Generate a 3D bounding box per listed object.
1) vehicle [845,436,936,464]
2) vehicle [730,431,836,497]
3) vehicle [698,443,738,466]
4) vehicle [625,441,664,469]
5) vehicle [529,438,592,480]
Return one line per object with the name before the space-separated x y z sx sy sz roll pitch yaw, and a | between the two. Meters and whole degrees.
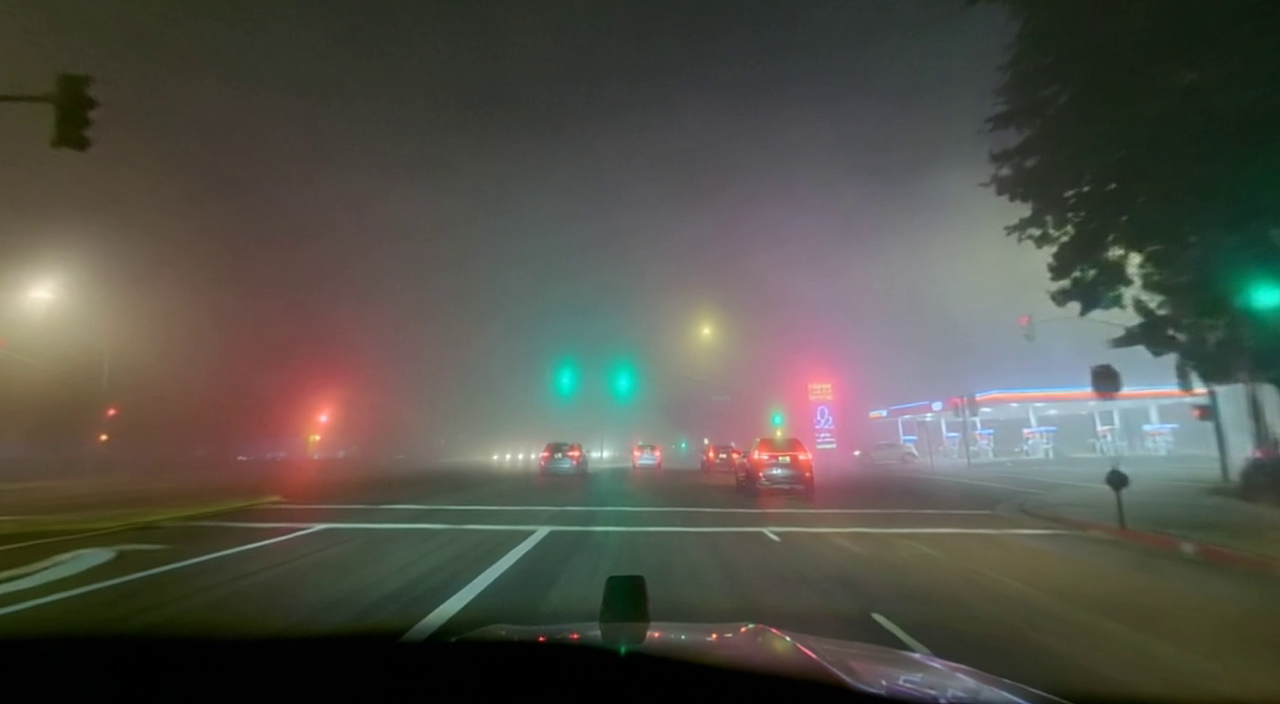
vehicle | 18.538 7.268 46.792 5.585 1.866 2.607 -1 -9 -3
vehicle | 3.981 3.185 18.287 2.022 1.683 4.171 0 -8 -1
vehicle | 5.211 6.898 42.621 2.174 1.462 4.400 0 -8 1
vehicle | 0.241 5.855 35.979 2.104 1.477 4.591 0 -8 0
vehicle | -3.194 4.406 26.216 2.023 1.607 4.086 0 -8 1
